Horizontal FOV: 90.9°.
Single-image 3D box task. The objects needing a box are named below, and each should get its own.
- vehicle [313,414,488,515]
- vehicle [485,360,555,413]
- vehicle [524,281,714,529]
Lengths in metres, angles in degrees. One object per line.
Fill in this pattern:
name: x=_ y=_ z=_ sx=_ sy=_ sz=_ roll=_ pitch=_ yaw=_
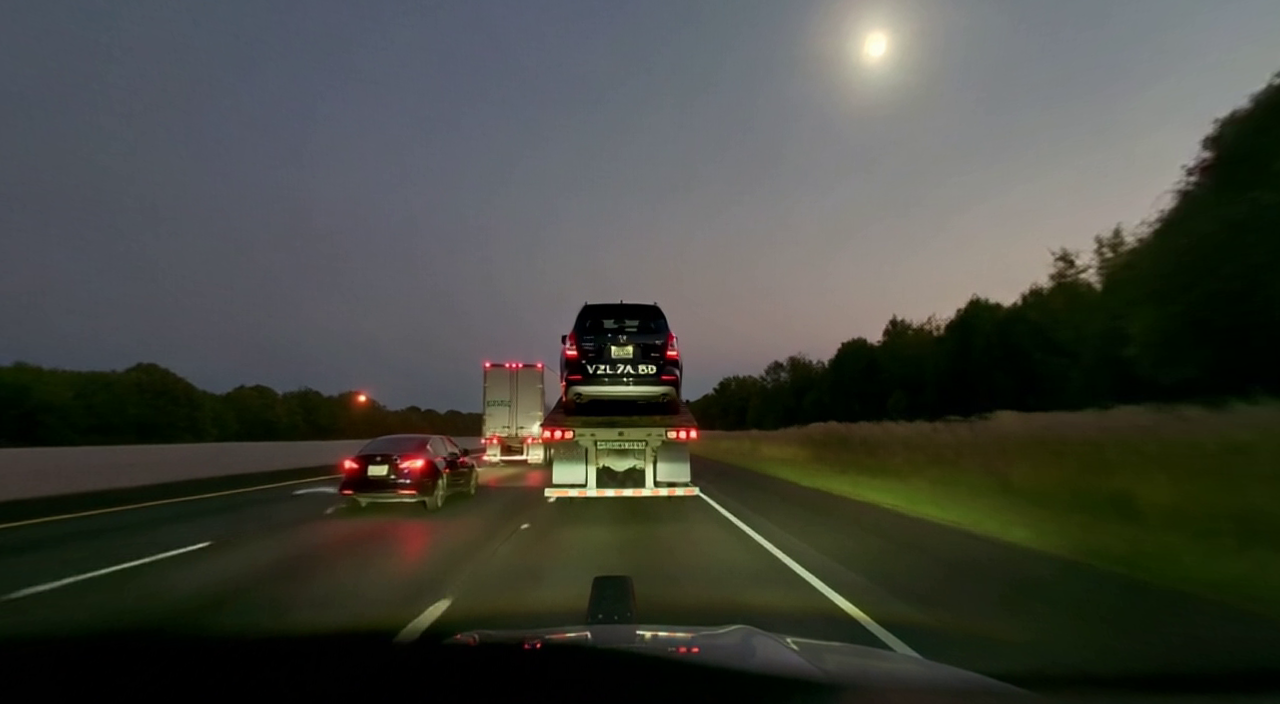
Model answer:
vehicle: x=-4.539 y=2.180 z=12.780 sx=1.914 sy=1.675 sz=4.331 roll=0 pitch=-7 yaw=-1
vehicle: x=-4.715 y=1.484 z=25.398 sx=2.118 sy=1.799 sz=4.591 roll=0 pitch=-7 yaw=-3
vehicle: x=-0.466 y=1.334 z=13.868 sx=2.738 sy=3.628 sz=9.223 roll=0 pitch=-7 yaw=-2
